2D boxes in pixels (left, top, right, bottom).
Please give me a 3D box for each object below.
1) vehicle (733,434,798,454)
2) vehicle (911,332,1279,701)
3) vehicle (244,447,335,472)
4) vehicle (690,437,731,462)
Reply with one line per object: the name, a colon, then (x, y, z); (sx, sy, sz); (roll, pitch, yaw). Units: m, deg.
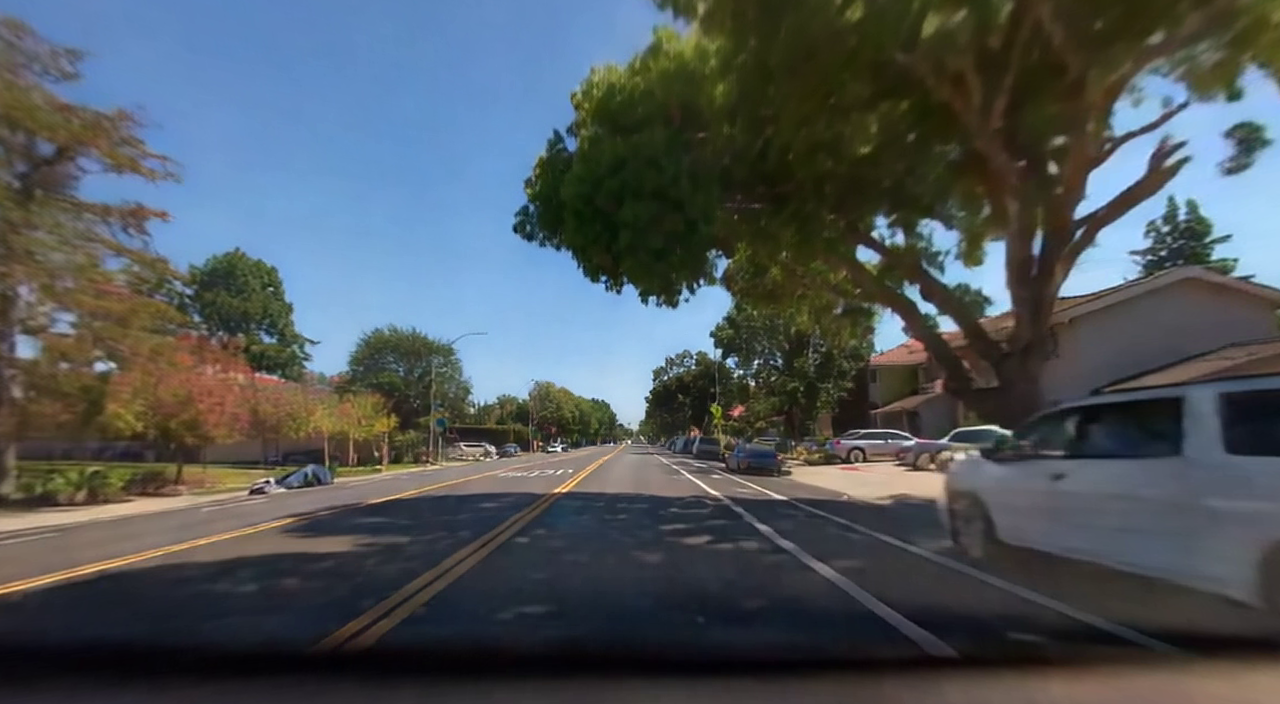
vehicle: (9.488, 7.011, 48.163); (4.501, 1.502, 1.975); (0, -8, -1)
vehicle: (4.400, 1.023, 4.504); (2.293, 1.858, 5.868); (0, -8, 0)
vehicle: (-21.761, 6.663, 39.319); (4.413, 1.477, 2.100); (0, -8, 1)
vehicle: (4.198, 5.885, 38.247); (1.970, 1.455, 4.233); (0, -8, -1)
